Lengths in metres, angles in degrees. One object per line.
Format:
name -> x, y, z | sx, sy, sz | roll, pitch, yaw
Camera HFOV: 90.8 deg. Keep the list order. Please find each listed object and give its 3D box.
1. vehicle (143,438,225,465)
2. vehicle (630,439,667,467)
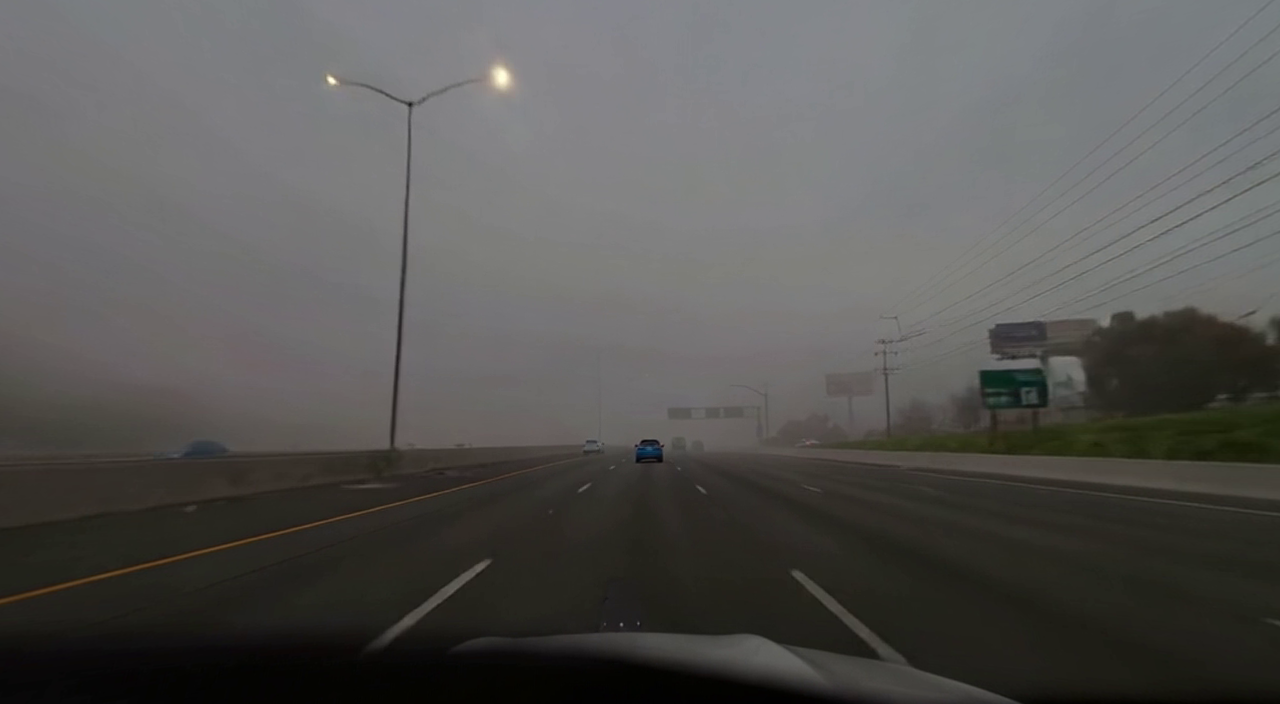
vehicle -> -26.538, 5.794, 36.927 | 1.848, 1.486, 3.811 | -1, -8, 2
vehicle -> 0.541, 5.966, 37.547 | 2.074, 1.574, 3.971 | 0, -8, 1
